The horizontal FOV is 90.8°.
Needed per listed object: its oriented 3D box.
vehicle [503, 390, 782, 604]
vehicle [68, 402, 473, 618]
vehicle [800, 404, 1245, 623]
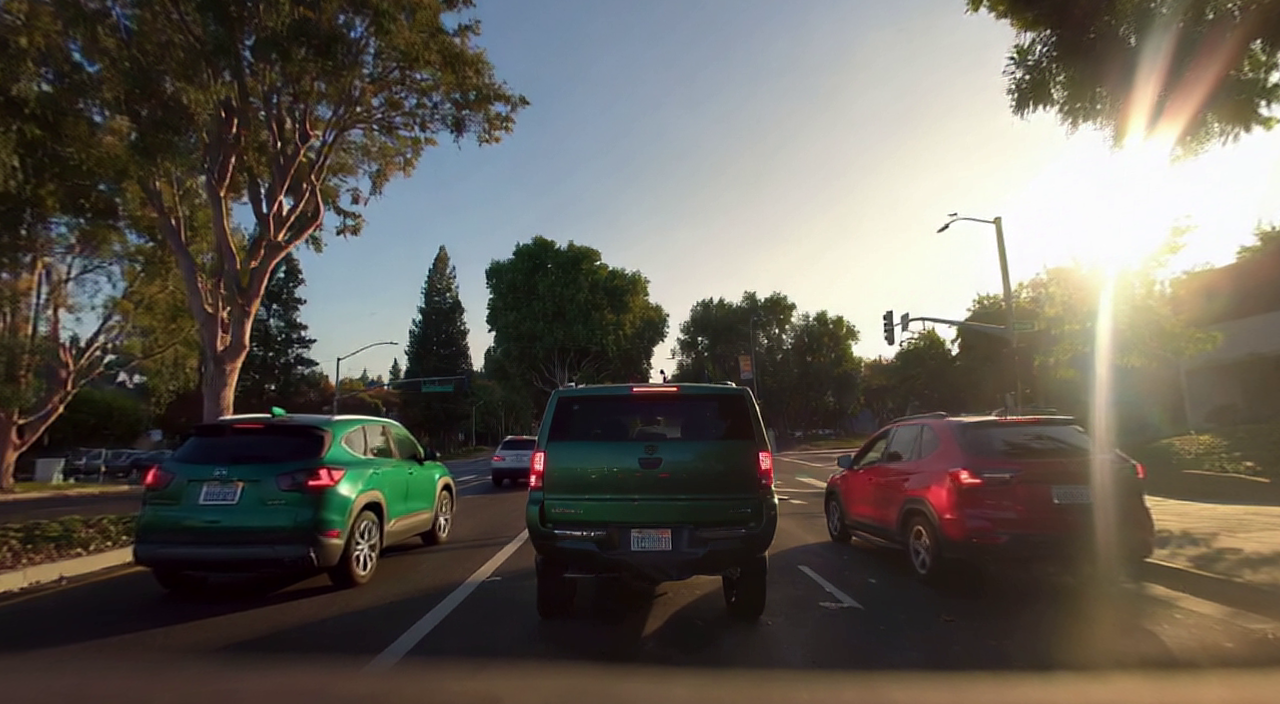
[{"bbox_3d":[-0.001,1.487,7.240,2.294,1.761,3.857,0,-9,-1],"label":"vehicle"},{"bbox_3d":[-3.371,1.507,6.927,1.961,1.639,4.064,0,-9,0],"label":"vehicle"},{"bbox_3d":[3.474,1.553,7.037,2.202,1.657,4.298,0,-9,-1],"label":"vehicle"}]
